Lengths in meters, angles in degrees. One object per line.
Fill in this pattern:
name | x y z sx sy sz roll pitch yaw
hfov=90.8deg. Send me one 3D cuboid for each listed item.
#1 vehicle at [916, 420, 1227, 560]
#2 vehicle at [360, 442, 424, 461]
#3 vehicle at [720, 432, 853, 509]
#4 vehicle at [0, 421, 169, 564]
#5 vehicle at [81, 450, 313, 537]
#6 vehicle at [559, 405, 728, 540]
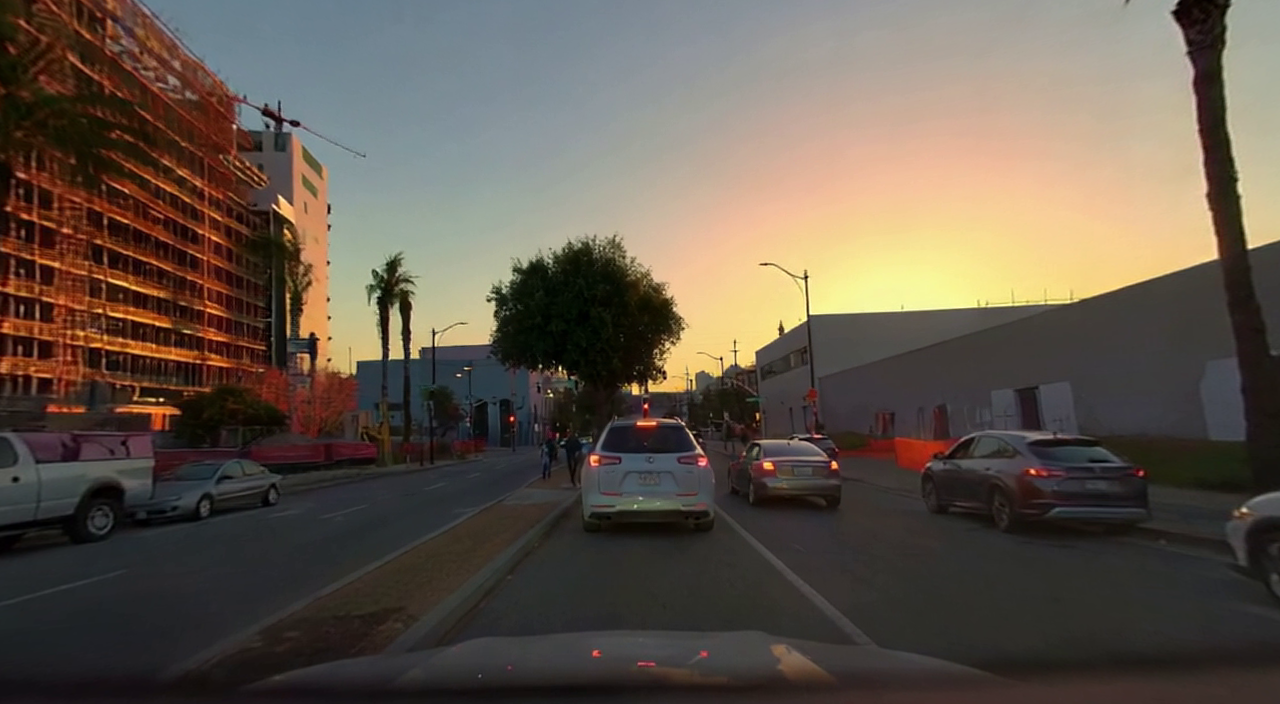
vehicle | 6.187 1.952 9.819 1.819 1.672 4.139 0 -7 -1
vehicle | -19.402 7.781 49.590 1.759 1.457 4.297 -7 -11 38
vehicle | 3.140 2.631 14.487 1.999 1.487 3.939 0 -8 -2
vehicle | -9.991 2.063 8.784 2.294 1.948 6.025 -6 -10 0
vehicle | -9.827 3.113 14.619 2.054 1.467 4.595 -3 -7 1
vehicle | 0.026 1.930 10.671 2.264 1.798 4.258 0 -8 0
